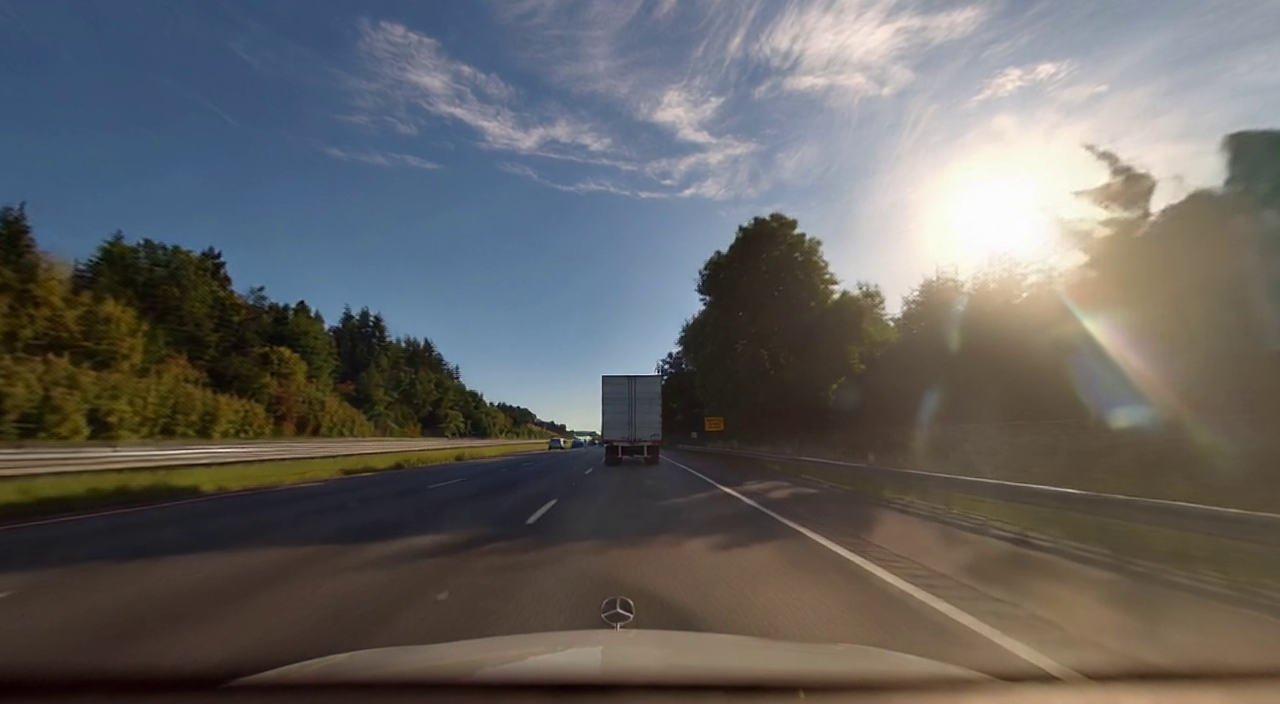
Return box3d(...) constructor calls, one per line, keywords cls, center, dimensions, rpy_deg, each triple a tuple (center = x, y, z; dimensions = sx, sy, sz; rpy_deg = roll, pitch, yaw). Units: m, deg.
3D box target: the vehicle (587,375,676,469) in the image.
box3d(cls="vehicle", center=(-0.417, 3.496, 30.322), dimensions=(3.033, 3.223, 14.836), rpy_deg=(4, -7, 0))
